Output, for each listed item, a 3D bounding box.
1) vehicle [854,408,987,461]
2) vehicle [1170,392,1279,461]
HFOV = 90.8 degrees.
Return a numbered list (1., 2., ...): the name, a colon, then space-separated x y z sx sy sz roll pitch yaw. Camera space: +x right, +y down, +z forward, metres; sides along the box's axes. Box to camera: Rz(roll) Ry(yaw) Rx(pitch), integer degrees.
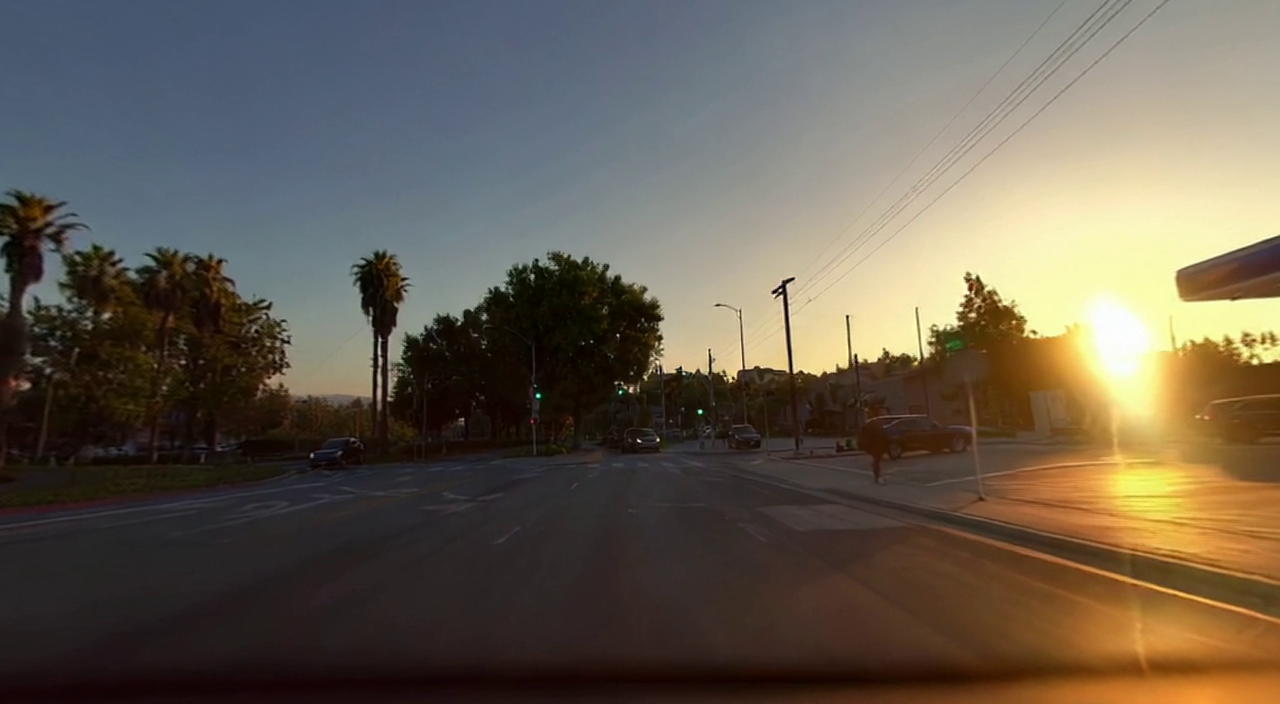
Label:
1. vehicle: 12.484 3.679 27.920 6.059 2.082 2.703 7 -11 -37
2. vehicle: 17.690 2.074 17.387 4.389 1.803 1.849 0 -8 2
